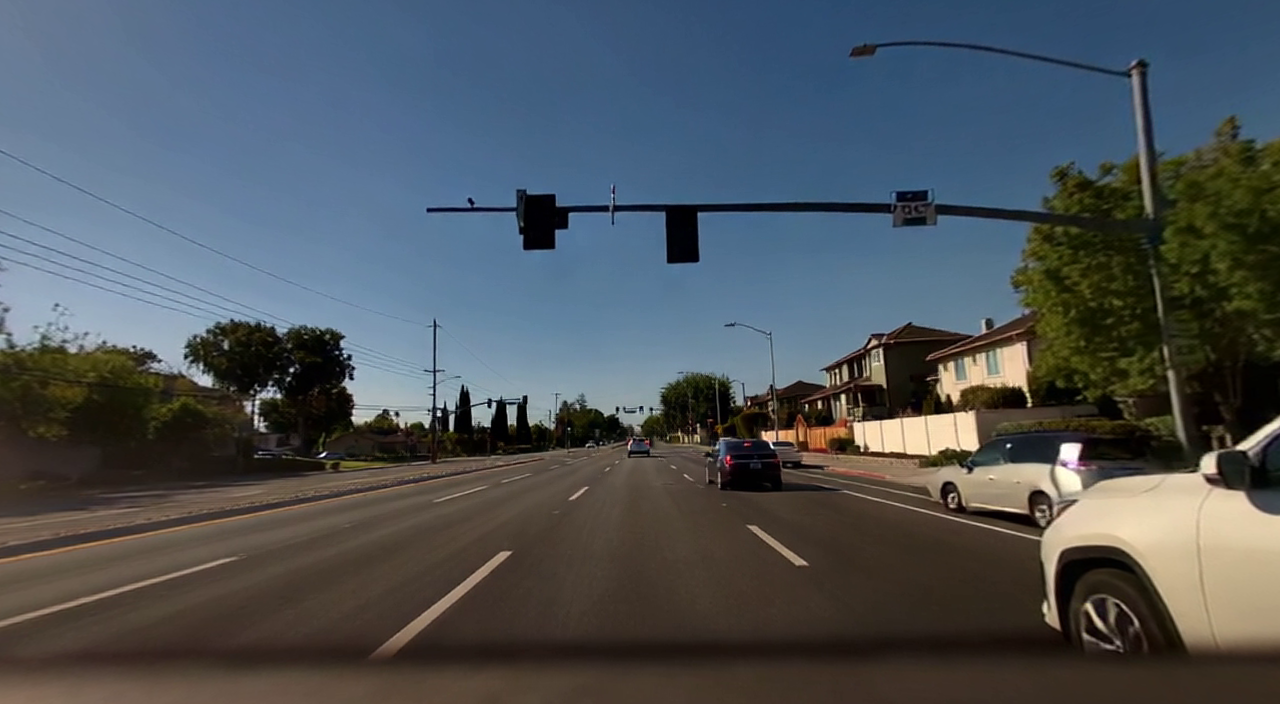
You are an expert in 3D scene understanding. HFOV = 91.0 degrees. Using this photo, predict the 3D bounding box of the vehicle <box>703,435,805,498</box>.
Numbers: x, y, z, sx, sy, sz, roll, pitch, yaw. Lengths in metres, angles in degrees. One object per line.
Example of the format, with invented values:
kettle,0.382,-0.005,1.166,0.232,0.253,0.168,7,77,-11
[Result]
vehicle,2.910,3.021,16.990,1.889,1.451,4.180,0,-9,-1

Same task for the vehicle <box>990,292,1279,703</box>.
vehicle,3.062,0.586,1.205,2.129,1.761,4.610,0,-9,0
